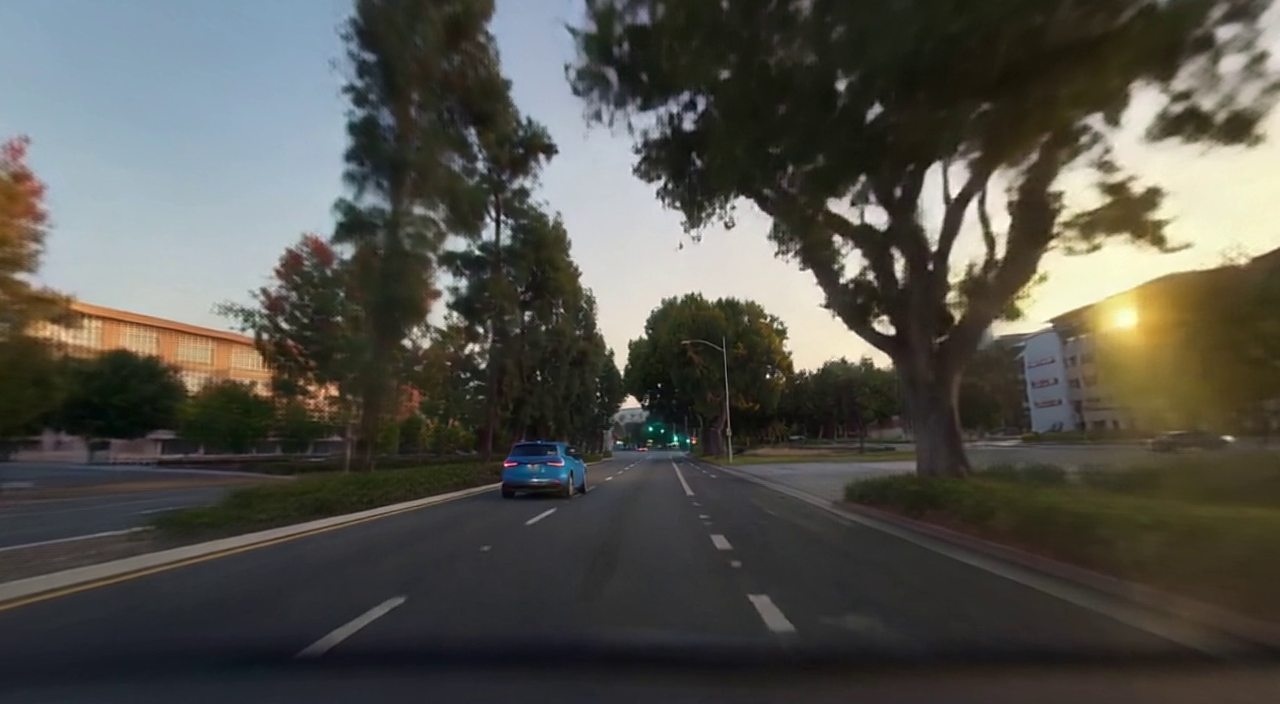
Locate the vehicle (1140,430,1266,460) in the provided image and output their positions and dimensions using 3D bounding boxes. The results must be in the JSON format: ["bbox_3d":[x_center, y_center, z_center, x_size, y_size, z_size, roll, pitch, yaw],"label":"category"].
[{"bbox_3d":[32.590,5.388,36.683,5.239,1.663,1.977,0,-9,1],"label":"vehicle"}]

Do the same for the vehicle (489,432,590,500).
[{"bbox_3d":[-2.761,3.277,18.506,2.121,1.724,4.392,0,-9,2],"label":"vehicle"}]
